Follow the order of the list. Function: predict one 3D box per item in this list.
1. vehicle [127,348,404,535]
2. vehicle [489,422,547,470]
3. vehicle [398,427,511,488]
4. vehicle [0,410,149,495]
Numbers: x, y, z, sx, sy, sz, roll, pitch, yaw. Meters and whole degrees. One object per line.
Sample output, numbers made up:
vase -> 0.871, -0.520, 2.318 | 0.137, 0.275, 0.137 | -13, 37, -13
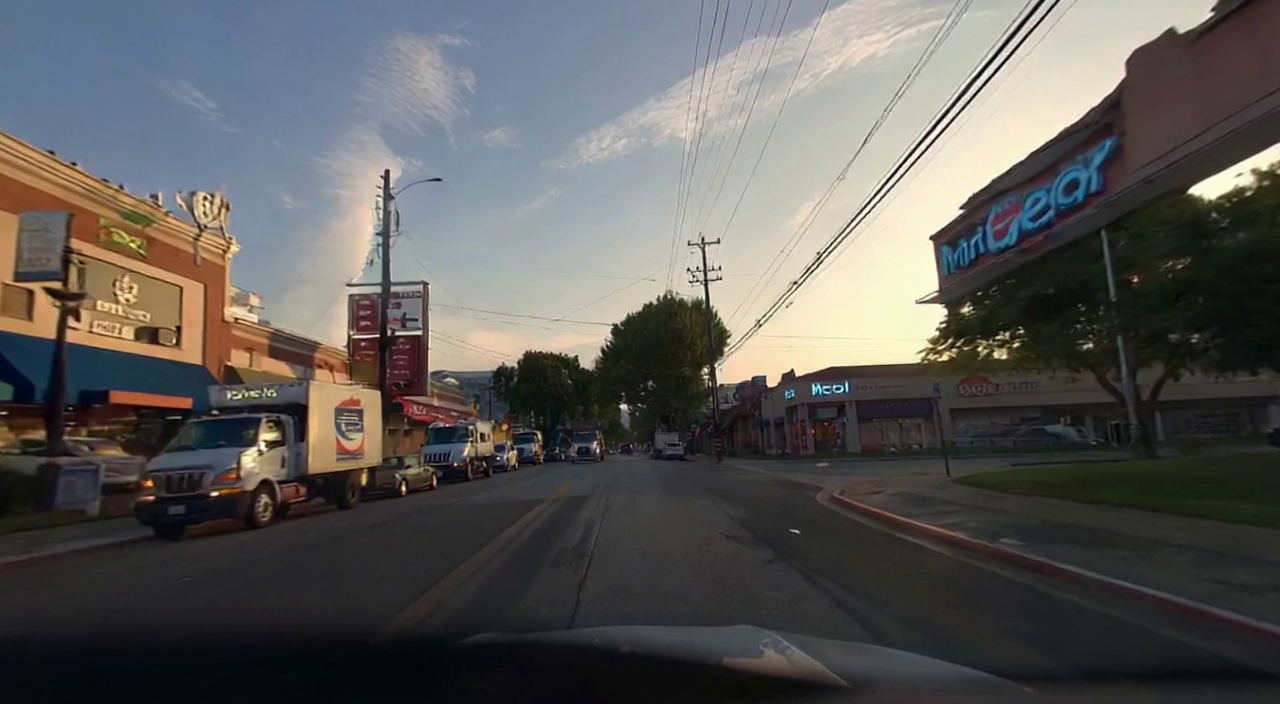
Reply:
vehicle -> -8.348, 2.106, 15.389 | 2.811, 3.398, 6.693 | -3, -7, -1
vehicle -> -8.649, 6.785, 45.815 | 2.745, 3.157, 7.388 | 0, -8, 0
vehicle -> -8.052, 4.682, 28.545 | 2.737, 2.345, 7.210 | -1, -8, 2
vehicle -> -20.344, 3.299, 20.811 | 6.011, 2.585, 2.607 | 0, -8, -1
